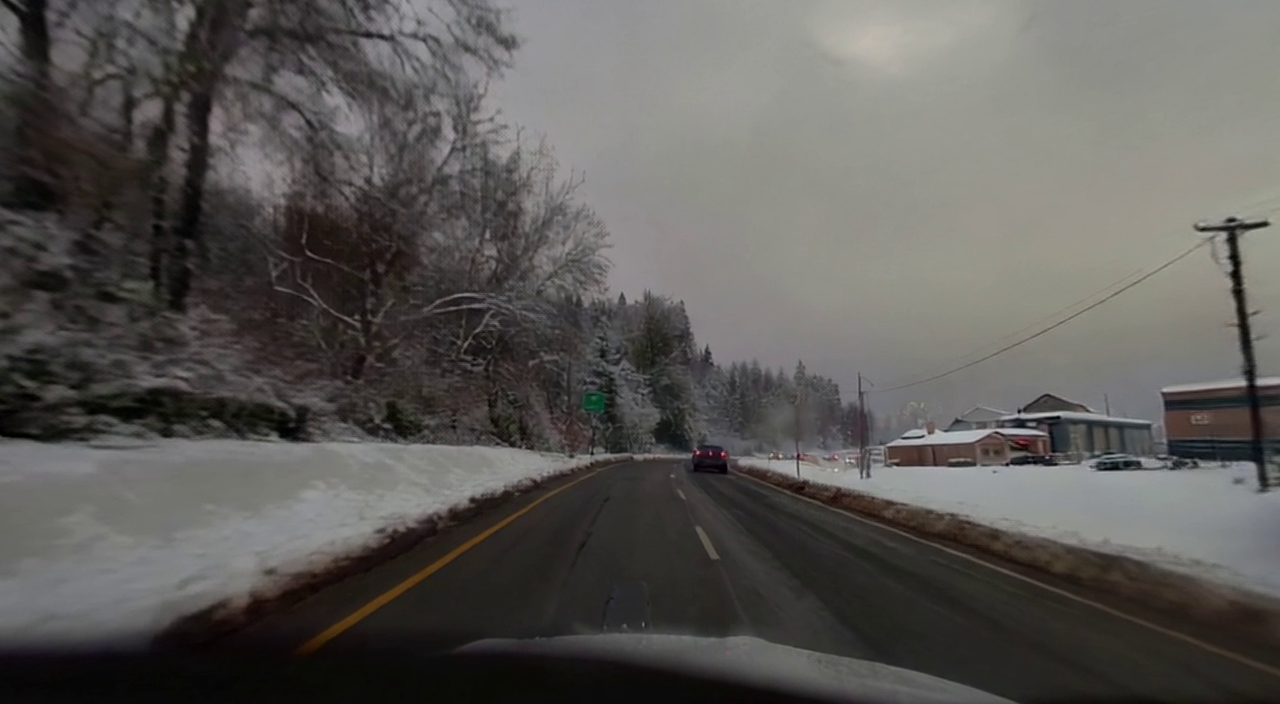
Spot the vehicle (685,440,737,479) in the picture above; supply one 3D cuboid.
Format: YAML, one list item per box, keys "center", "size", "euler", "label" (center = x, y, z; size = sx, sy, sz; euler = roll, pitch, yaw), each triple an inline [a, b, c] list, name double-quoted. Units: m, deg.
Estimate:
- center: [3.037, 4.701, 27.922]
  size: [1.956, 1.473, 4.640]
  euler: [0, -7, 2]
  label: "vehicle"
